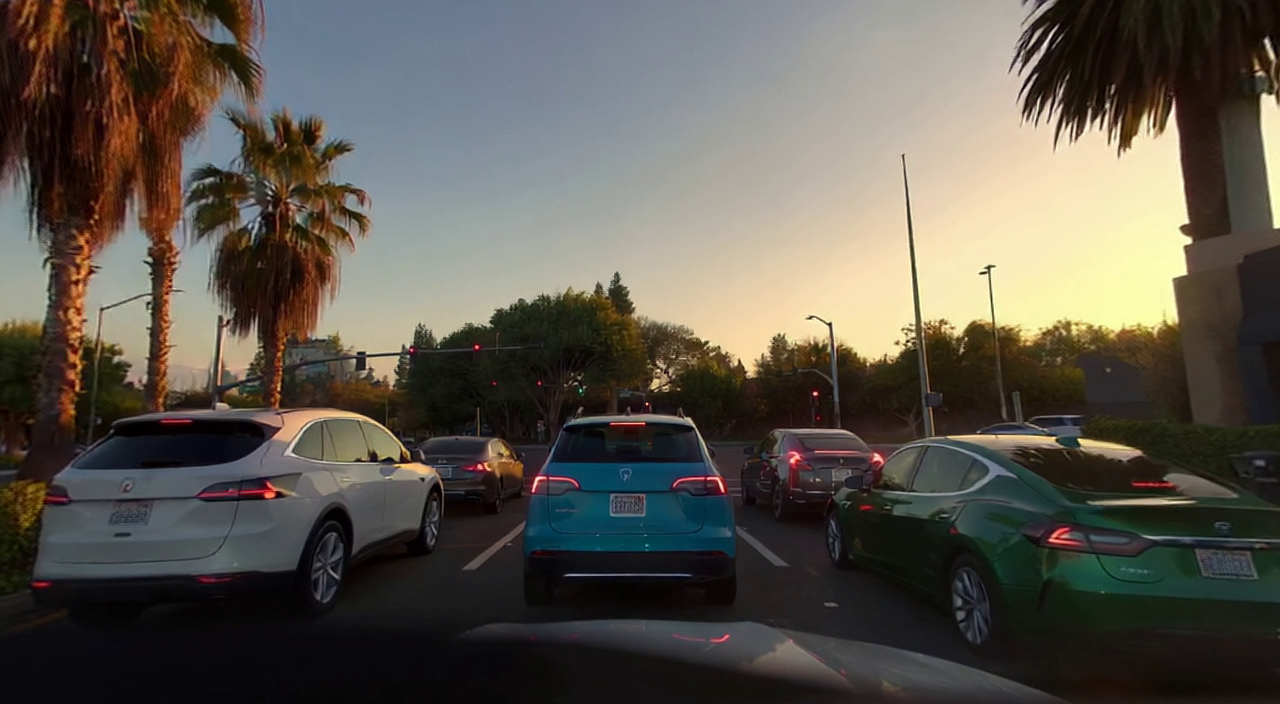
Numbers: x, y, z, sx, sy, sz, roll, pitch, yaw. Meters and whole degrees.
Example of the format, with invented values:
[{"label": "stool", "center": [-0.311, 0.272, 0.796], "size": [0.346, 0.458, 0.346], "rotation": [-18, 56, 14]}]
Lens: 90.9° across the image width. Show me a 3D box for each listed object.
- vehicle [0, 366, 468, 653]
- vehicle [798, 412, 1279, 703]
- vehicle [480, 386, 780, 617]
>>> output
[{"label": "vehicle", "center": [-3.347, 1.282, 6.129], "size": [2.014, 1.755, 4.360], "rotation": [0, -8, 1]}, {"label": "vehicle", "center": [2.960, 1.369, 5.260], "size": [2.017, 1.491, 4.611], "rotation": [0, -8, -1]}, {"label": "vehicle", "center": [-0.136, 1.457, 7.070], "size": [2.280, 1.747, 4.361], "rotation": [0, -8, -2]}]
